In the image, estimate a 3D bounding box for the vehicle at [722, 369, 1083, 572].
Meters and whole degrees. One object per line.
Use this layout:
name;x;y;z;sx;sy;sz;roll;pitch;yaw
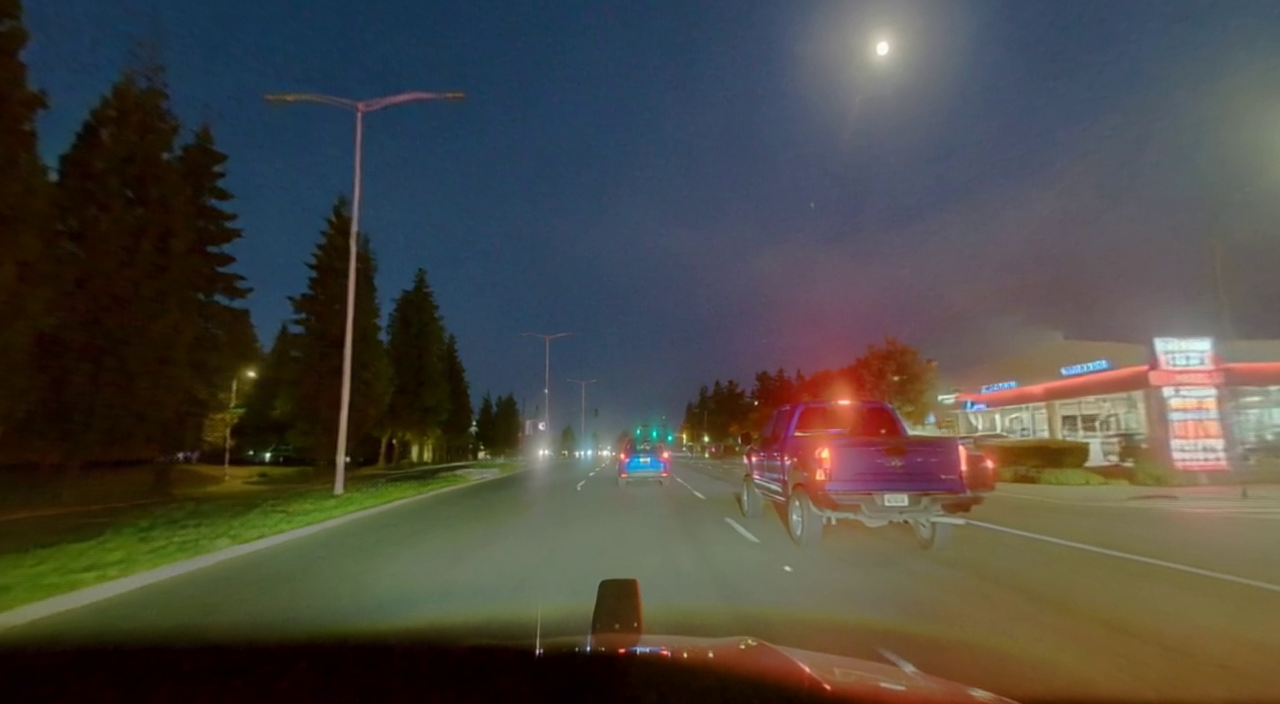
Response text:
vehicle;3.134;1.665;9.641;2.731;2.101;6.047;0;-8;-2

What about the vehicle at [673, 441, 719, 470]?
vehicle;2.898;5.503;33.660;1.970;1.464;4.249;0;-8;-1

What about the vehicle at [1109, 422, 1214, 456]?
vehicle;28.778;4.844;34.851;3.992;1.669;1.803;-3;-9;3

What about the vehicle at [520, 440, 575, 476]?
vehicle;-4.104;4.755;28.503;1.960;1.475;4.161;0;-8;-1

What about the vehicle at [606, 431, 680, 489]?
vehicle;0.031;3.450;20.429;2.145;1.650;4.021;0;-8;-2
